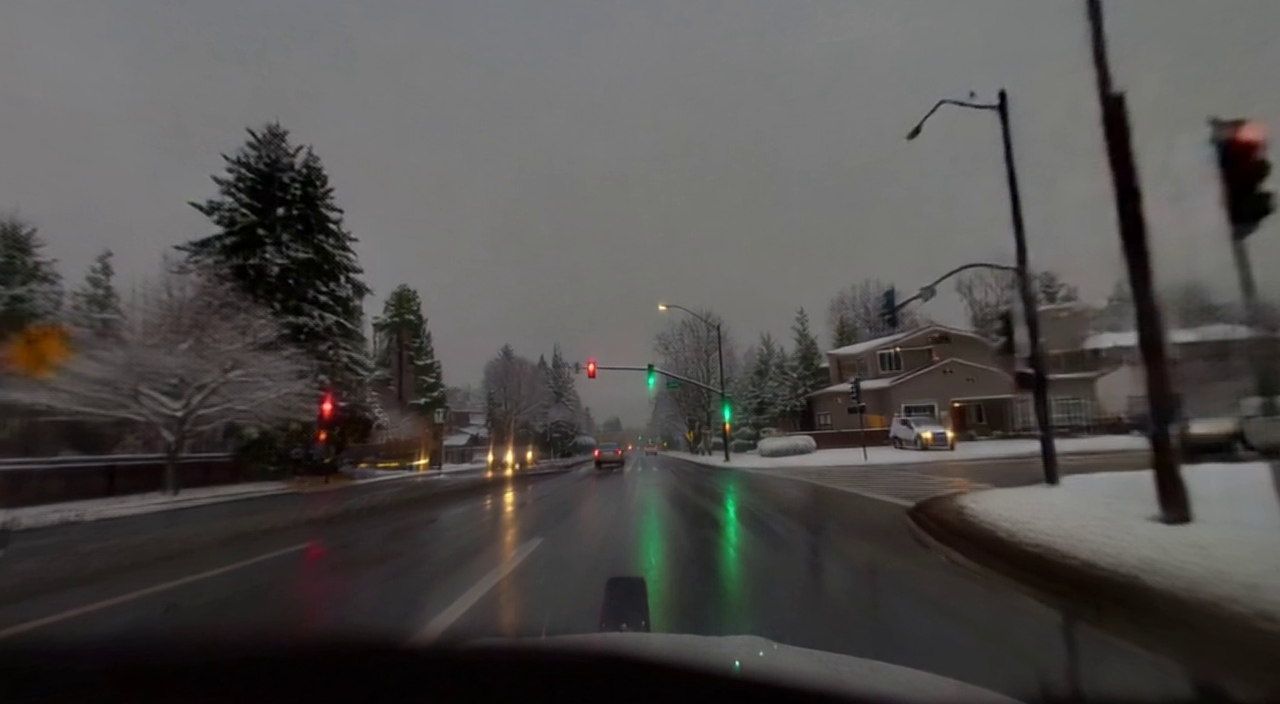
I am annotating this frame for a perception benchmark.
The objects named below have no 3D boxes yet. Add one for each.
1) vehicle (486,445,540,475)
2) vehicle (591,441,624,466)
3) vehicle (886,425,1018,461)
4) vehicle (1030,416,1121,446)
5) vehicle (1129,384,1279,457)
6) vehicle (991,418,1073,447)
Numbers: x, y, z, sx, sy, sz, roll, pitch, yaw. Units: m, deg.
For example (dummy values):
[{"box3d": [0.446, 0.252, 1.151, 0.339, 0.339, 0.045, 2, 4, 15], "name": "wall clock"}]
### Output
[{"box3d": [-7.366, 6.306, 37.048, 2.122, 1.602, 4.369, 0, -8, 2], "name": "vehicle"}, {"box3d": [-2.282, 7.334, 45.847, 2.084, 1.701, 4.734, 0, -8, 1], "name": "vehicle"}, {"box3d": [13.269, 3.894, 27.008, 4.665, 1.498, 1.866, 0, -9, -2], "name": "vehicle"}, {"box3d": [25.913, 4.700, 37.762, 1.833, 1.486, 4.890, -3, -5, -2], "name": "vehicle"}, {"box3d": [18.774, 2.108, 18.972, 6.313, 2.043, 2.272, 0, -8, -3], "name": "vehicle"}, {"box3d": [23.285, 4.846, 37.660, 1.809, 1.477, 4.381, -3, -8, -5], "name": "vehicle"}]
